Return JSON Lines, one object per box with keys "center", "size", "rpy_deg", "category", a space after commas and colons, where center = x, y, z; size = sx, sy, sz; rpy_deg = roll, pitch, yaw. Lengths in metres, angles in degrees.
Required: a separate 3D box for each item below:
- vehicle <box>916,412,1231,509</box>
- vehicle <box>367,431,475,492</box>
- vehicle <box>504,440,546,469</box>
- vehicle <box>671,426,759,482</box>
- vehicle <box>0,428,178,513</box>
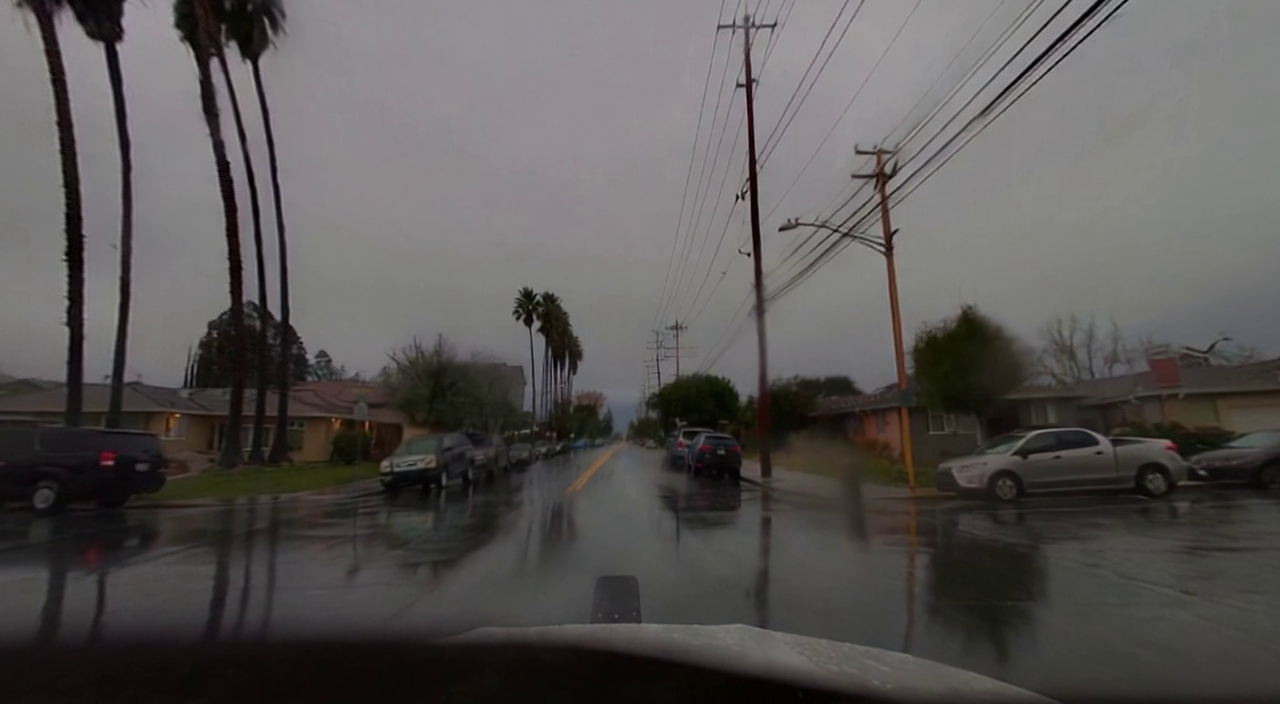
{"center": [10.310, 2.604, 15.428], "size": [5.971, 1.967, 2.385], "rpy_deg": [-1, -9, -4], "category": "vehicle"}
{"center": [-6.958, 3.524, 20.663], "size": [2.198, 1.724, 4.493], "rpy_deg": [1, -9, -5], "category": "vehicle"}
{"center": [-7.922, 7.124, 43.959], "size": [2.178, 1.865, 4.658], "rpy_deg": [0, -9, -2], "category": "vehicle"}
{"center": [2.698, 3.903, 24.439], "size": [2.505, 1.895, 5.805], "rpy_deg": [0, -9, -2], "category": "vehicle"}
{"center": [-14.776, 2.812, 14.874], "size": [5.847, 1.766, 2.392], "rpy_deg": [-2, -9, -2], "category": "vehicle"}
